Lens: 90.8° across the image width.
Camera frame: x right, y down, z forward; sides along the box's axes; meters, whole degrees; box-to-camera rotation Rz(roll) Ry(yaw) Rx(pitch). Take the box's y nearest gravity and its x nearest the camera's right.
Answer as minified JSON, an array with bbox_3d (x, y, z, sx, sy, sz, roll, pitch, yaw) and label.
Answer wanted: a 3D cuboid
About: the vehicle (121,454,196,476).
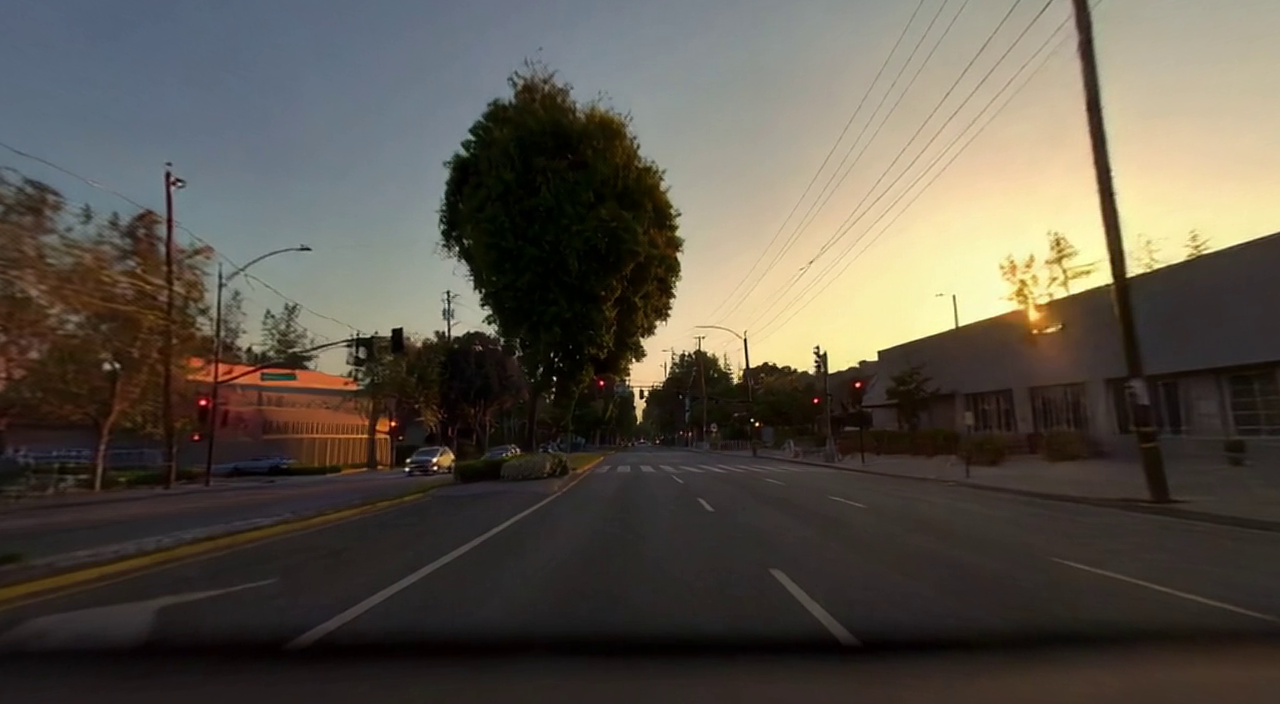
[{"bbox_3d":[-34.764,8.159,45.664,4.062,1.531,1.766,-1,-9,4],"label":"vehicle"}]

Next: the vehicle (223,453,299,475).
[{"bbox_3d":[-26.976,7.956,45.046,4.240,1.463,1.908,-1,-9,4],"label":"vehicle"}]

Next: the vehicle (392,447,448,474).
[{"bbox_3d":[-13.354,6.603,38.606,1.872,1.507,4.267,0,-9,0],"label":"vehicle"}]

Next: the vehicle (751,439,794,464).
[{"bbox_3d":[9.731,7.312,46.661,1.970,1.755,4.661,0,-9,-2],"label":"vehicle"}]
